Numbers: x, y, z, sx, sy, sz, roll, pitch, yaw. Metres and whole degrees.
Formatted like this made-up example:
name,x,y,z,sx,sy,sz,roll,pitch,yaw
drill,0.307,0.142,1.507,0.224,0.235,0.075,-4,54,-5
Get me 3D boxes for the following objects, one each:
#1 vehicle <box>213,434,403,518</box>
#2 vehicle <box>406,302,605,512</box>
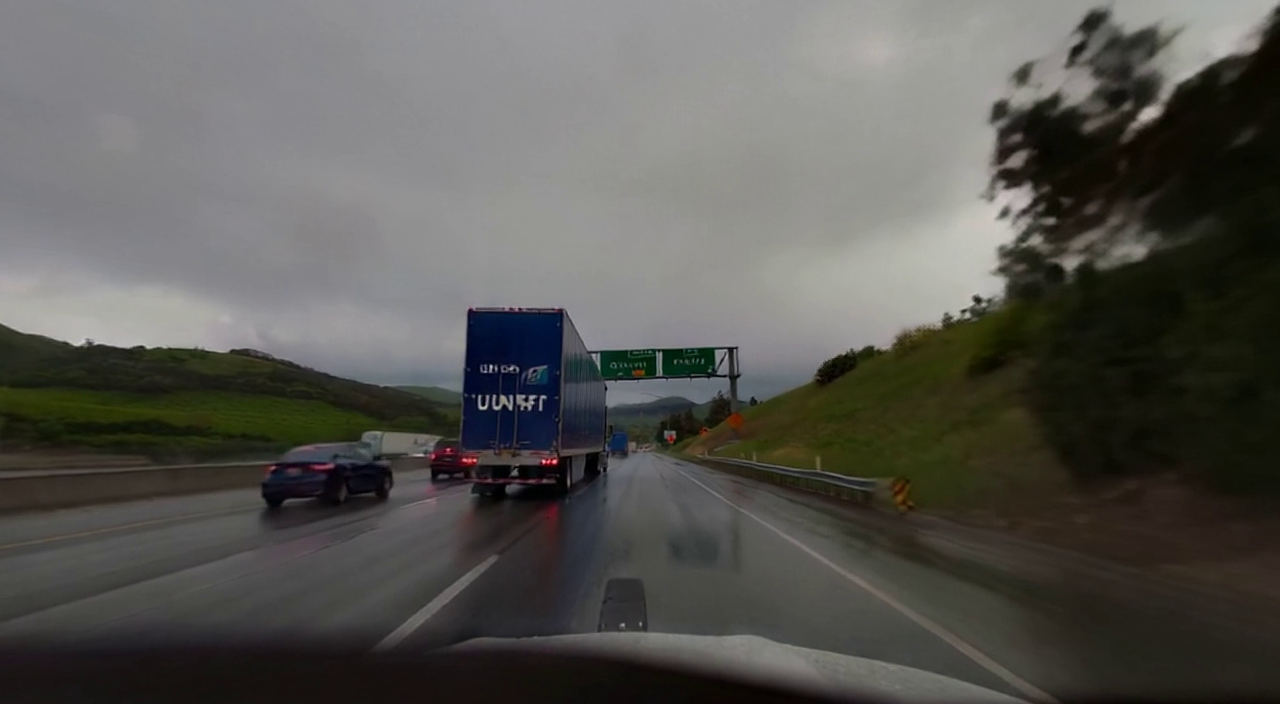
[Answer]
name,x,y,z,sx,sy,sz,roll,pitch,yaw
vehicle,-7.353,2.767,14.620,1.949,1.604,4.456,0,-9,0
vehicle,-3.193,2.303,21.193,3.202,4.352,16.251,0,-9,0
